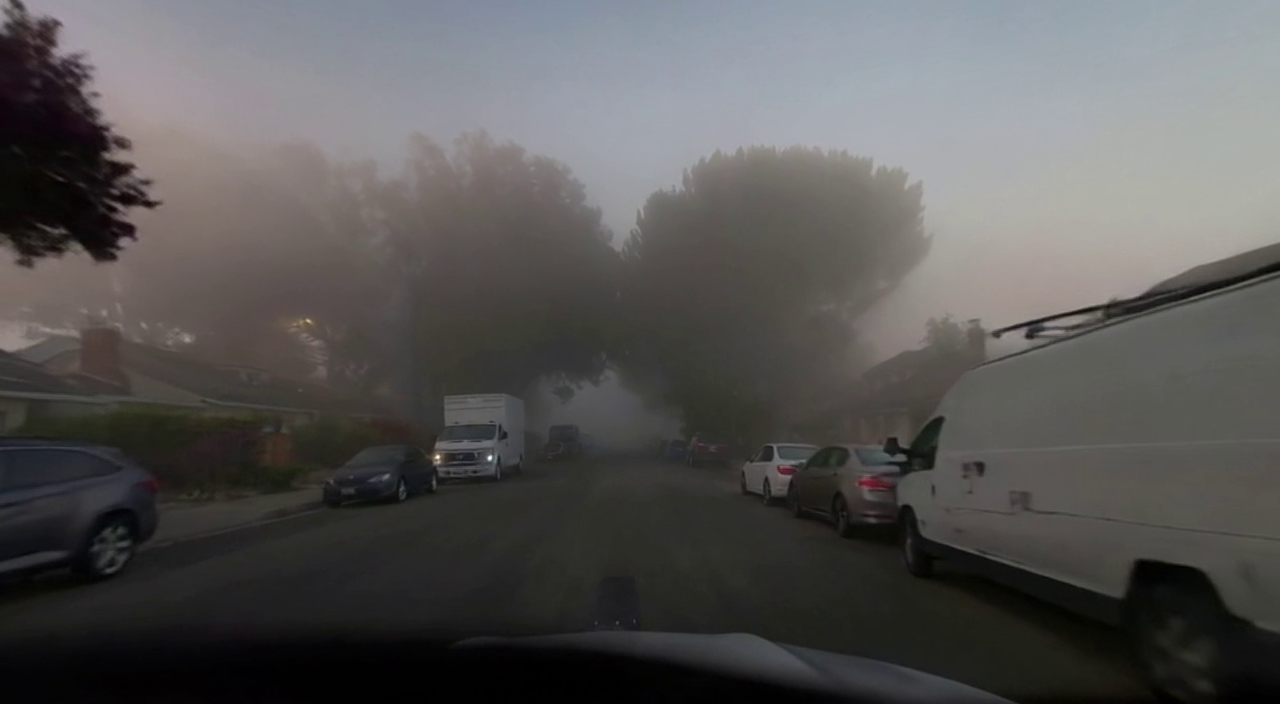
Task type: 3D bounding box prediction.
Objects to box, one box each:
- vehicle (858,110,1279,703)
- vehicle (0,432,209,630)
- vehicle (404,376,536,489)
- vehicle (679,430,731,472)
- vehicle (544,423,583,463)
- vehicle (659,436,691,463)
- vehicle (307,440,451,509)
[{"bbox_3d":[3.398,0.636,4.123,2.215,2.542,4.550,-2,-7,0],"label":"vehicle"},{"bbox_3d":[-6.028,1.470,5.174,1.818,1.563,4.483,-1,-9,0],"label":"vehicle"},{"bbox_3d":[-6.143,3.121,24.349,2.896,3.648,8.004,0,-8,-1],"label":"vehicle"},{"bbox_3d":[3.090,4.795,30.896,1.965,1.855,4.677,0,-8,-1],"label":"vehicle"},{"bbox_3d":[-5.747,6.899,47.718,2.408,2.782,3.837,-3,-8,1],"label":"vehicle"},{"bbox_3d":[2.492,7.041,45.724,1.918,1.815,4.400,0,-8,-1],"label":"vehicle"},{"bbox_3d":[-6.261,2.934,15.686,1.921,1.470,4.068,0,-8,-1],"label":"vehicle"}]
